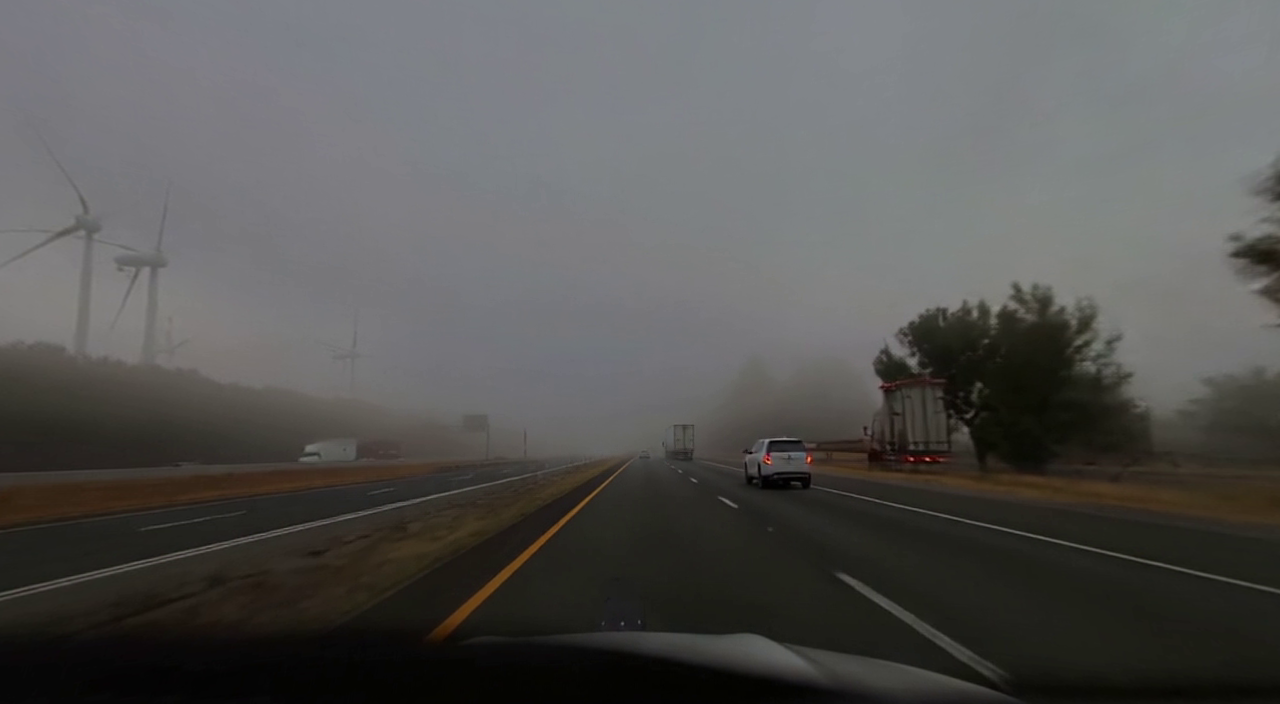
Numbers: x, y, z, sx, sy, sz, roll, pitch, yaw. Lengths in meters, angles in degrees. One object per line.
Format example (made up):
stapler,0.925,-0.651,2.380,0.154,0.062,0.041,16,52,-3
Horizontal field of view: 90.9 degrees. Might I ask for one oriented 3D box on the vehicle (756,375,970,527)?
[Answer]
vehicle,4.430,2.166,13.893,2.609,2.648,5.397,0,-9,-1
